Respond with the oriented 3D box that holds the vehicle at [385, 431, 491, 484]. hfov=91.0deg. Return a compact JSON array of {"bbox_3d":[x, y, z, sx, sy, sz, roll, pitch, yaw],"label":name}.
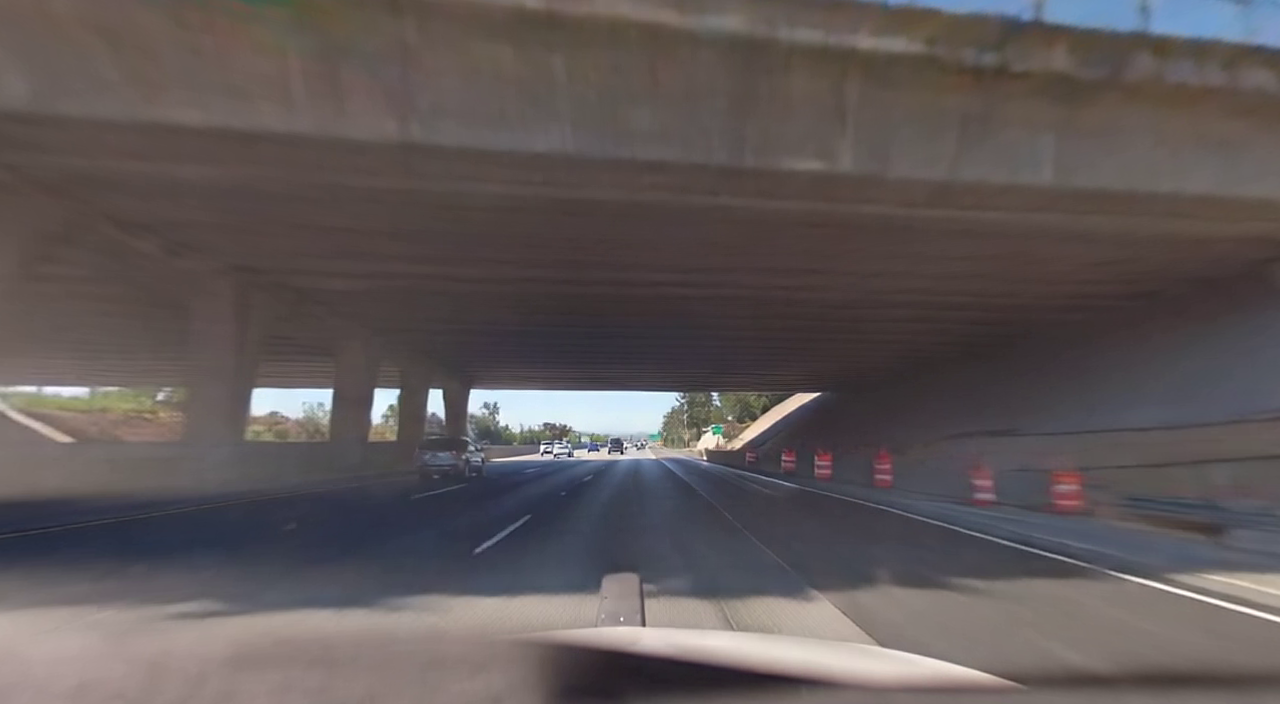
[{"bbox_3d":[-7.233,3.831,23.252,2.169,1.701,5.113,0,-8,0],"label":"vehicle"}]
